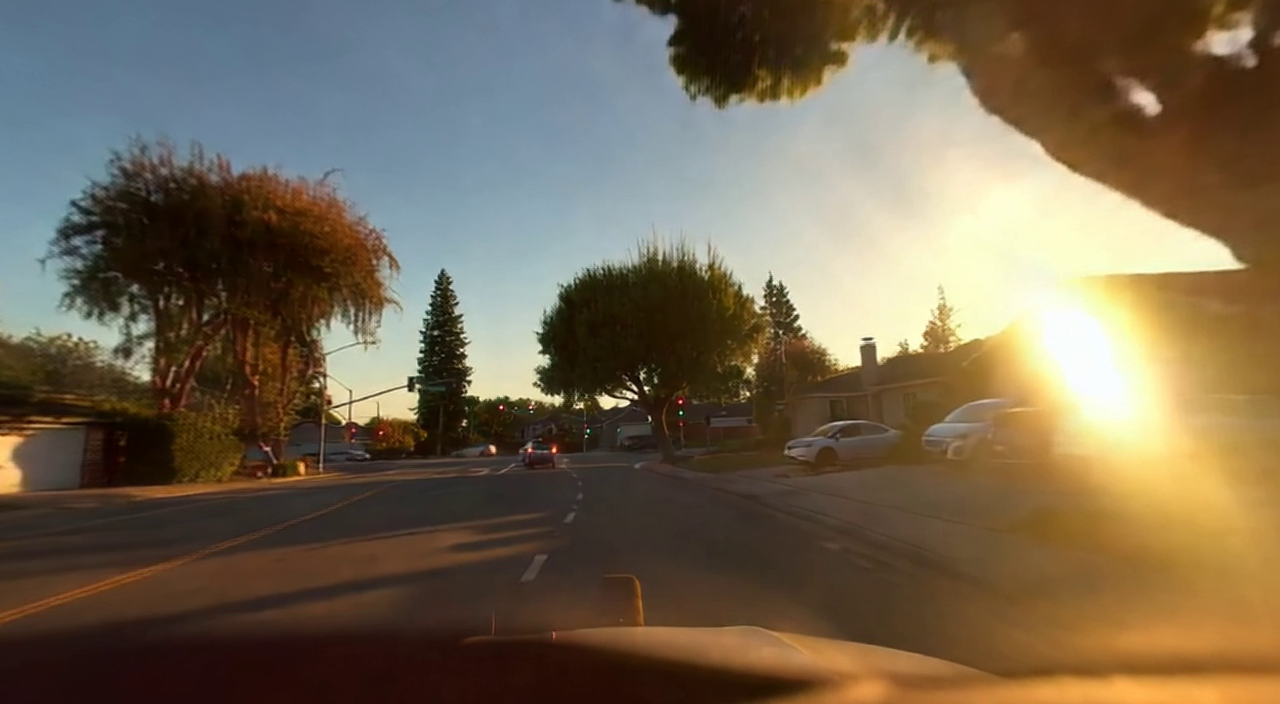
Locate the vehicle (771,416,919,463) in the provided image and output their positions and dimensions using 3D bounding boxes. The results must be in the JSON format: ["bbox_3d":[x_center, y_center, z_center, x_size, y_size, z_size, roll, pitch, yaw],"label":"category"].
[{"bbox_3d":[7.374,3.191,23.008,4.663,1.618,1.962,1,-8,-7],"label":"vehicle"}]

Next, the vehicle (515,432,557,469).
[{"bbox_3d":[-5.461,5.212,33.582,2.041,1.834,4.679,1,-8,-8],"label":"vehicle"}]

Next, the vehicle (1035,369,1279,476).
[{"bbox_3d":[9.697,1.224,10.820,4.590,1.648,1.876,0,-8,-3],"label":"vehicle"}]
